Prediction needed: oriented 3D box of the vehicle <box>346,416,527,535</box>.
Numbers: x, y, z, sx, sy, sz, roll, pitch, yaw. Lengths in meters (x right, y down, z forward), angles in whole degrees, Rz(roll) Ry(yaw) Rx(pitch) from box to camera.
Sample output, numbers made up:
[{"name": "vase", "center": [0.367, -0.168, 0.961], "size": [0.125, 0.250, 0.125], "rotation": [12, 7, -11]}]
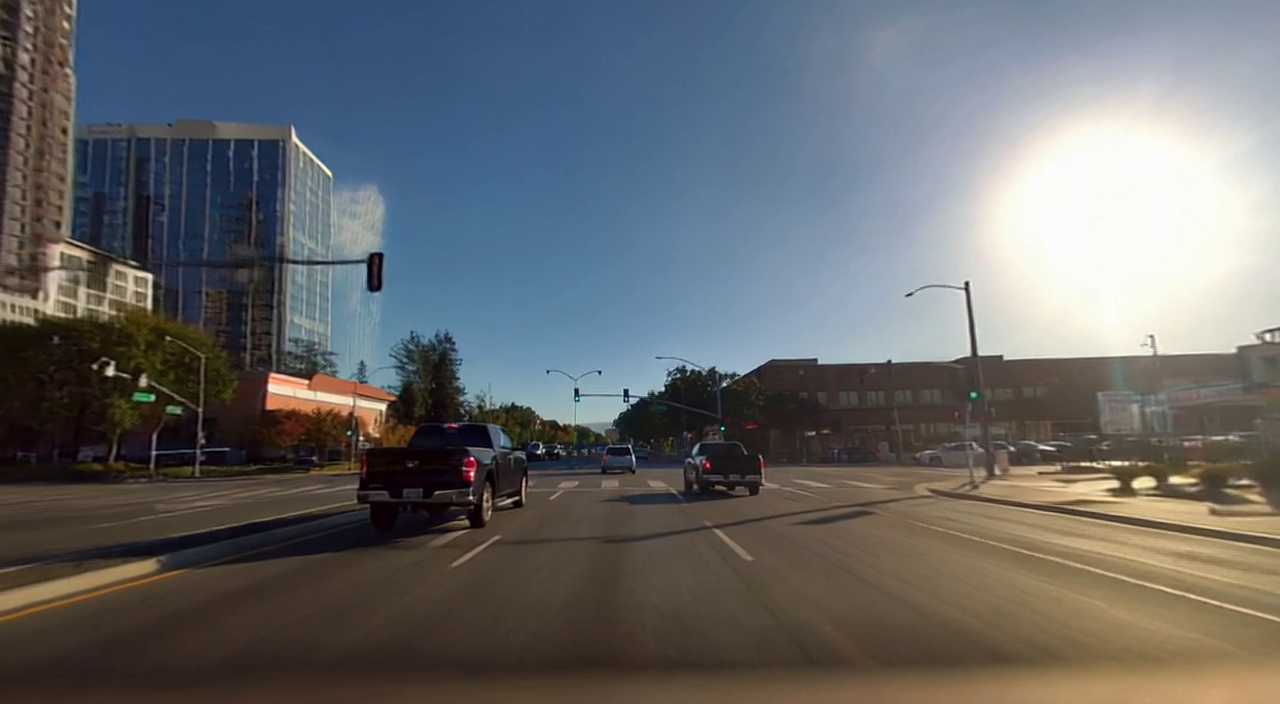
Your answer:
[{"name": "vehicle", "center": [-3.805, 2.427, 13.151], "size": [2.195, 1.905, 5.634], "rotation": [0, -9, -3]}]

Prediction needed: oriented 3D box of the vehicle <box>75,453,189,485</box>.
[{"name": "vehicle", "center": [-33.009, 7.580, 41.190], "size": [5.204, 1.963, 2.395], "rotation": [0, -9, -2]}]

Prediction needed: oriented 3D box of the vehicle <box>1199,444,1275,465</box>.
[{"name": "vehicle", "center": [42.988, 7.390, 45.512], "size": [4.101, 1.426, 1.853], "rotation": [2, -9, -11]}]

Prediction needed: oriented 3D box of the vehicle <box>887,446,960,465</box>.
[{"name": "vehicle", "center": [21.771, 7.940, 48.622], "size": [4.789, 1.455, 1.986], "rotation": [2, -9, -11]}]

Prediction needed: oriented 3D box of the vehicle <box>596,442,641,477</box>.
[{"name": "vehicle", "center": [-1.103, 5.253, 31.020], "size": [2.029, 1.605, 3.827], "rotation": [1, -9, -4]}]

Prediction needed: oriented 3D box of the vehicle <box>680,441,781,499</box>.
[{"name": "vehicle", "center": [2.502, 3.401, 18.681], "size": [2.061, 1.487, 4.462], "rotation": [1, -9, -3]}]

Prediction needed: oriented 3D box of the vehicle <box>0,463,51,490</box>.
[{"name": "vehicle", "center": [-37.803, 7.344, 37.307], "size": [3.849, 1.510, 1.865], "rotation": [1, -9, -9]}]
